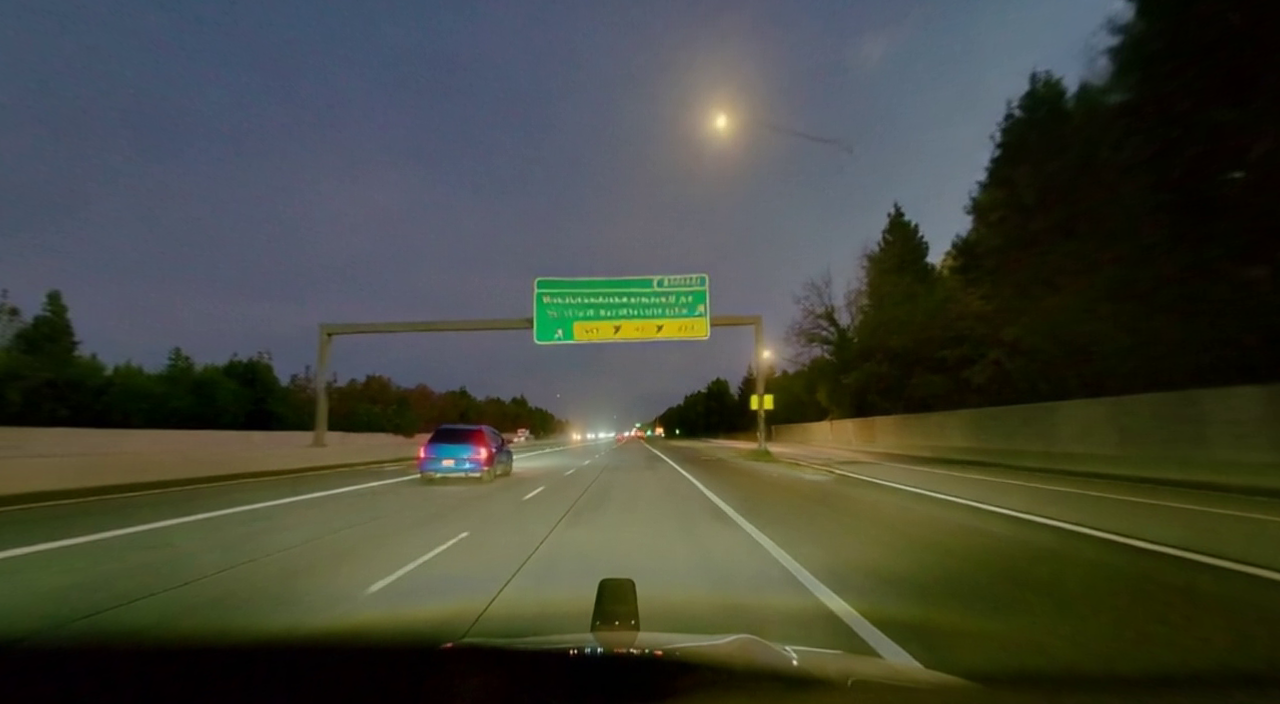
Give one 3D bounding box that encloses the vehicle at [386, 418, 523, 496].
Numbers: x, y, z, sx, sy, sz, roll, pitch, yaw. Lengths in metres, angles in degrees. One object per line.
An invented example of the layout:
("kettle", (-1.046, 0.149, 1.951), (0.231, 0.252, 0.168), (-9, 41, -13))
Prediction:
("vehicle", (-4.350, 2.507, 15.607), (2.129, 1.641, 4.263), (0, -7, -1))
